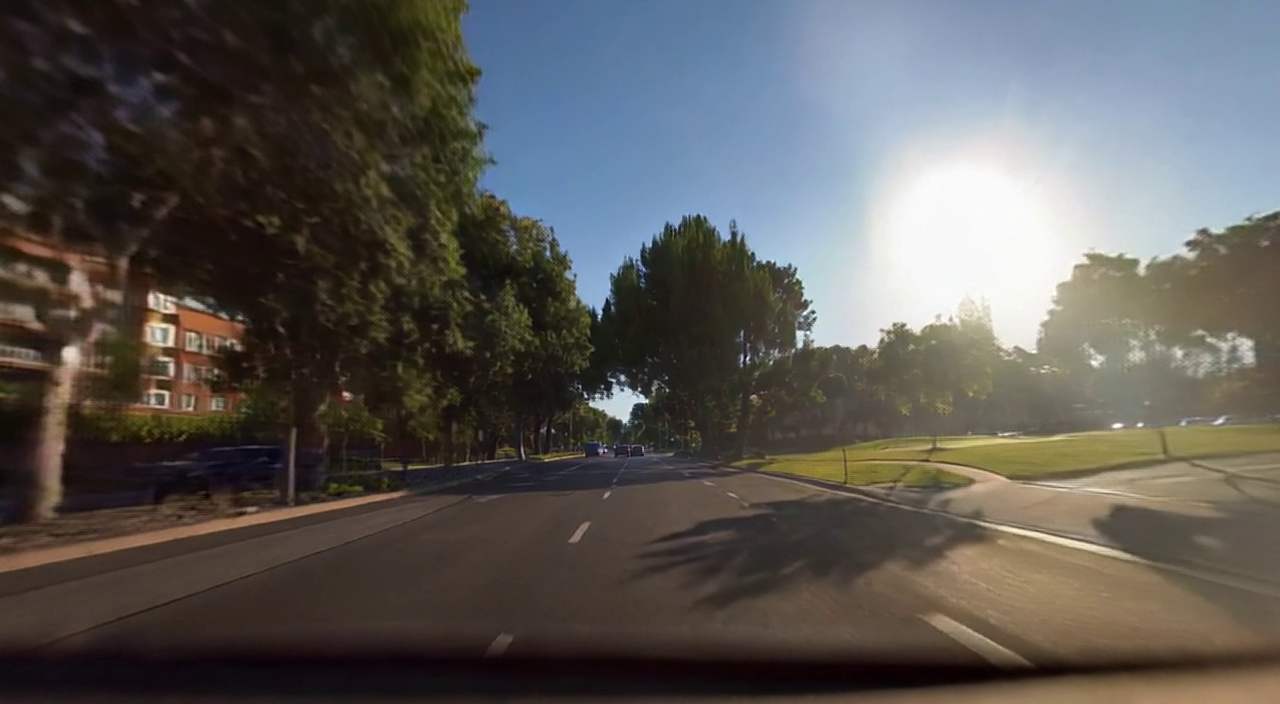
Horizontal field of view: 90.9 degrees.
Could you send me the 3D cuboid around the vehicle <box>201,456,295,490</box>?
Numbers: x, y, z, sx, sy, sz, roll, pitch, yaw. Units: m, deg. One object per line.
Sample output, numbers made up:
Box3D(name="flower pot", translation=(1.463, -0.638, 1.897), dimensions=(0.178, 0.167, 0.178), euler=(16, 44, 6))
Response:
Box3D(name="vehicle", translation=(-19.729, 6.069, 31.972), dimensions=(1.863, 1.486, 4.500), euler=(0, -9, 0))
